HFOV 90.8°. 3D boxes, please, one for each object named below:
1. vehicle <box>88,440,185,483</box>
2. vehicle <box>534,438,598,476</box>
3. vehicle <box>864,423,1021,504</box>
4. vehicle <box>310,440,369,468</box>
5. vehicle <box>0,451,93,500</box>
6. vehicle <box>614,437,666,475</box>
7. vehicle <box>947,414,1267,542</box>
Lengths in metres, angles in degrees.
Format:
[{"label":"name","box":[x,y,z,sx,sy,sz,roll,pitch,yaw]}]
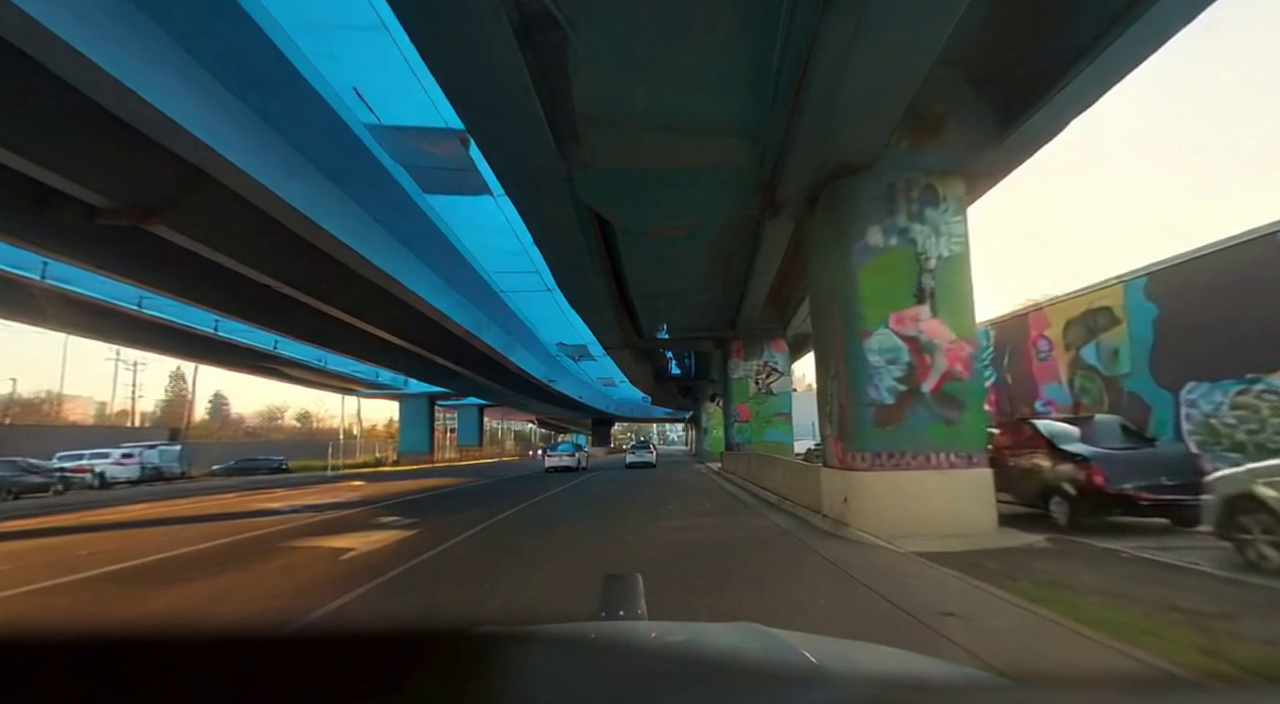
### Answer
[{"label":"vehicle","box":[-30.565,6.606,38.565,1.933,2.393,4.896,0,-8,-3]},{"label":"vehicle","box":[-3.188,4.627,28.165,2.024,1.533,4.549,-1,-8,4]},{"label":"vehicle","box":[7.287,2.726,15.841,1.947,1.725,4.441,0,-8,4]},{"label":"vehicle","box":[-22.582,7.702,47.694,1.980,1.951,5.105,0,-9,0]},{"label":"vehicle","box":[-27.134,5.360,27.756,1.971,1.939,4.729,1,-9,-2]},{"label":"vehicle","box":[0.038,4.603,28.092,2.155,1.571,3.734,0,-9,2]},{"label":"vehicle","box":[7.070,1.948,10.344,2.017,1.625,4.337,0,-9,2]}]
